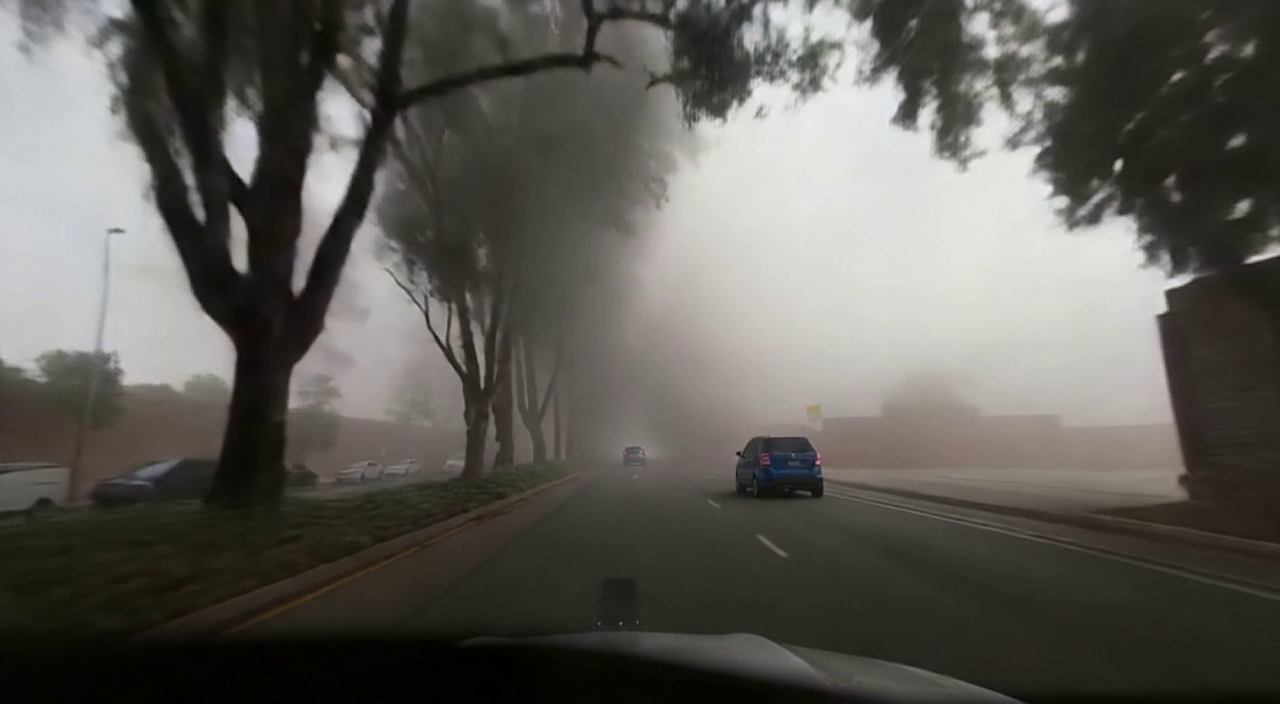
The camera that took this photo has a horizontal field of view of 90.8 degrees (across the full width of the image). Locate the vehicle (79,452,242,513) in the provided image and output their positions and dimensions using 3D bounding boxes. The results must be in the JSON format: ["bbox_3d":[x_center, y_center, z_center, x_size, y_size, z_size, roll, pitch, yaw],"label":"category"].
[{"bbox_3d":[-17.499,4.724,23.499,2.352,1.857,4.893,-4,-9,-2],"label":"vehicle"}]

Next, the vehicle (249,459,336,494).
[{"bbox_3d":[-17.135,6.120,31.394,1.933,1.494,4.259,-1,-8,-1],"label":"vehicle"}]

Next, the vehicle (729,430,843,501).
[{"bbox_3d":[4.049,3.223,18.376,2.155,1.752,4.456,0,-8,-1],"label":"vehicle"}]

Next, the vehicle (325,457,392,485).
[{"bbox_3d":[-17.479,7.379,39.472,2.099,1.558,4.533,-1,-8,0],"label":"vehicle"}]

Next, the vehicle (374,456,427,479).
[{"bbox_3d":[-17.669,8.527,46.889,2.071,1.489,4.724,-1,-8,0],"label":"vehicle"}]
